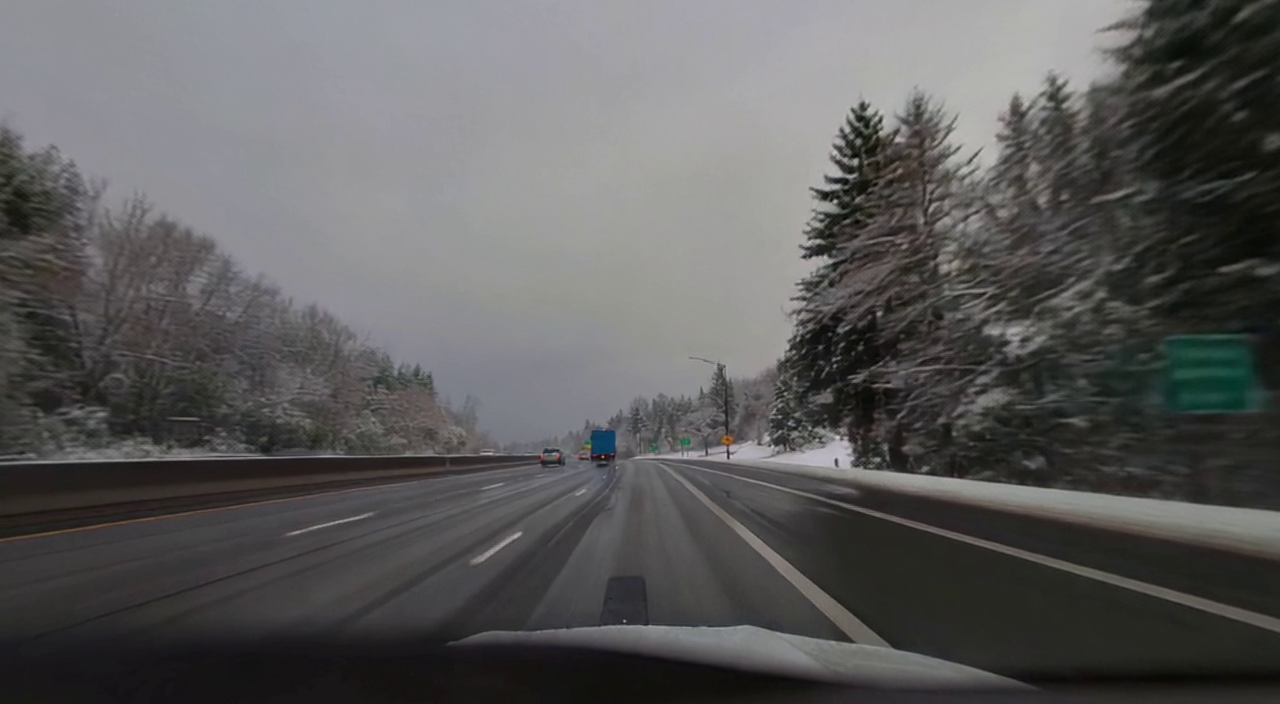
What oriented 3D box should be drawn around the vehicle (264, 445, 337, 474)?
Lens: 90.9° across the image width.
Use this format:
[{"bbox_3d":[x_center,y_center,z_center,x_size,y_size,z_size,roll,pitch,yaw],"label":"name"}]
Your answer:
[{"bbox_3d":[-21.034,6.668,39.323,1.989,1.658,4.584,0,-9,0],"label":"vehicle"}]
